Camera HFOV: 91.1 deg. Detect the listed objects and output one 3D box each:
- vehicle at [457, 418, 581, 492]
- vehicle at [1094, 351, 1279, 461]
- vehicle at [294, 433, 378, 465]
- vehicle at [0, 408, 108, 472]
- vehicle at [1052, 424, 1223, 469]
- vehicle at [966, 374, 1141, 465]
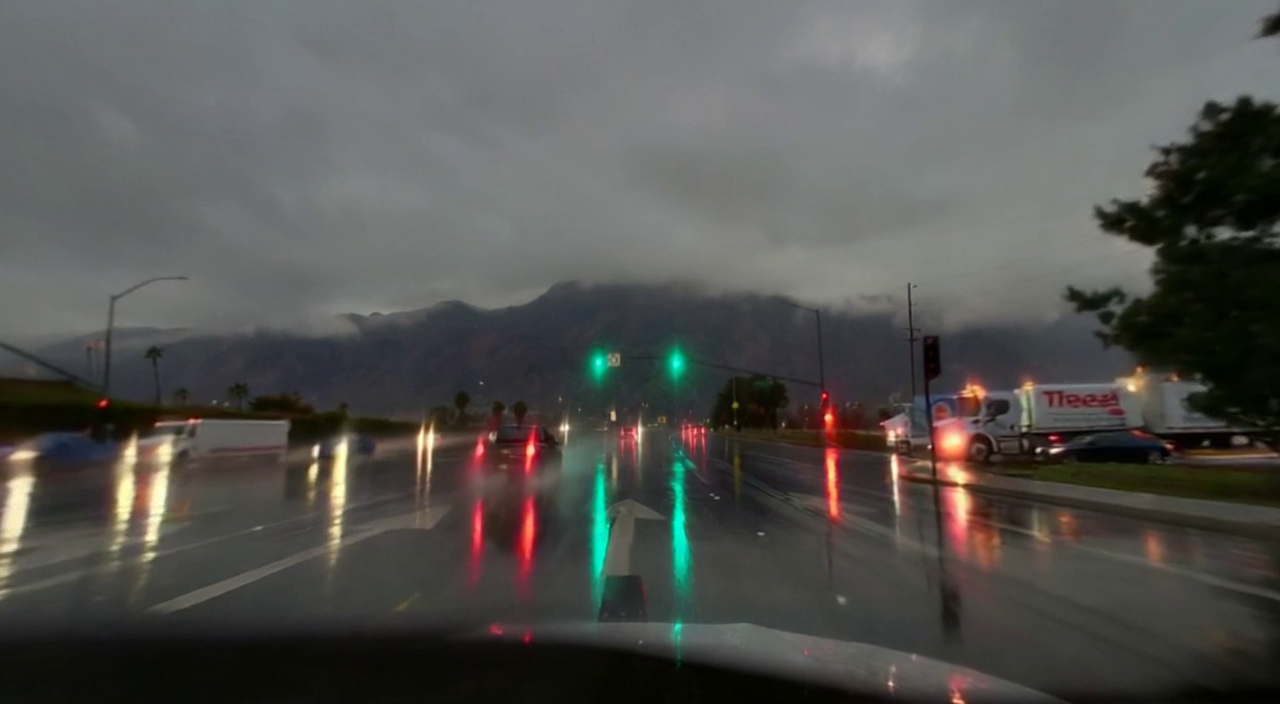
[{"bbox_3d":[-3.061,2.755,17.063,2.287,1.712,4.537,0,-9,2],"label":"vehicle"},{"bbox_3d":[30.089,2.463,27.610,16.628,4.605,3.321,0,-8,7],"label":"vehicle"},{"bbox_3d":[-15.715,5.051,32.772,1.942,1.542,4.576,0,-9,2],"label":"vehicle"},{"bbox_3d":[-40.087,5.810,41.606,3.023,3.885,6.458,-2,-8,16],"label":"vehicle"},{"bbox_3d":[19.208,3.680,24.414,4.769,1.638,2.091,0,-9,2],"label":"vehicle"},{"bbox_3d":[18.454,3.114,28.383,5.512,3.865,3.002,0,-9,2],"label":"vehicle"}]
